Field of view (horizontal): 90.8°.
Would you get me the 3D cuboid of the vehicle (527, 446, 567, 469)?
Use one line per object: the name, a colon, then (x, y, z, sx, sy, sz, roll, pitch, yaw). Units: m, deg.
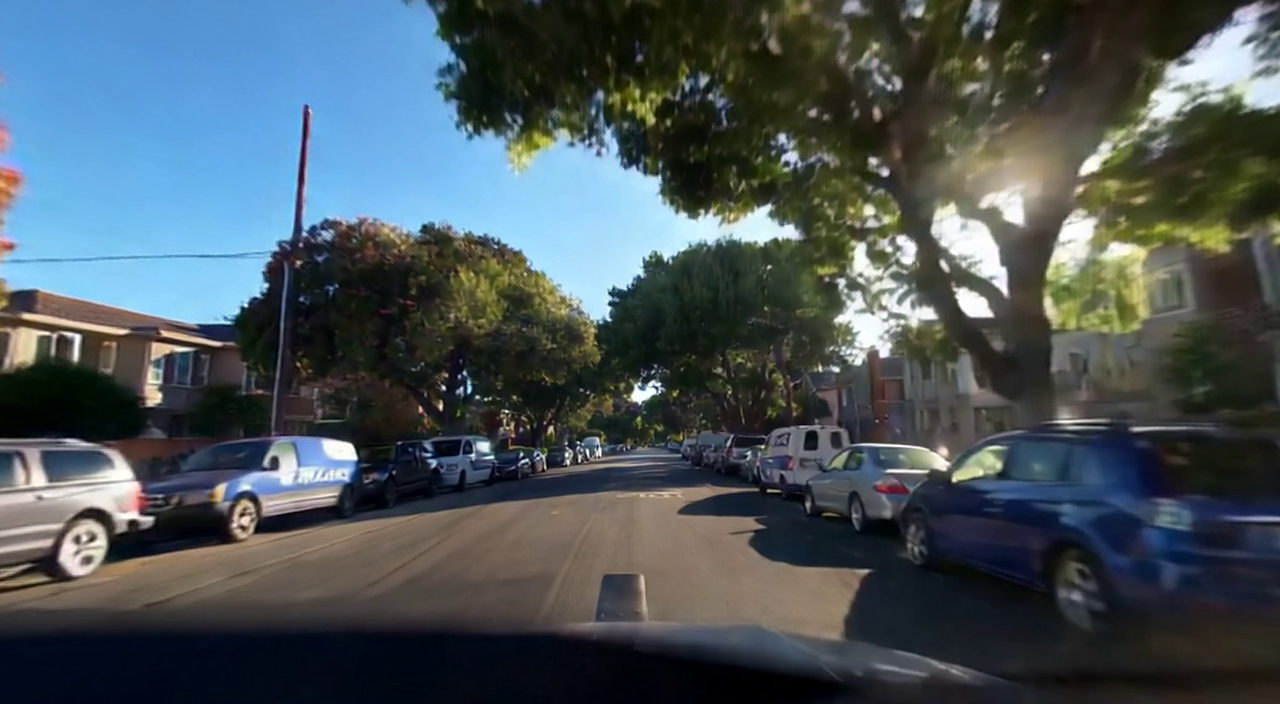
vehicle: (-6.338, 7.195, 43.439, 1.869, 1.467, 4.921, -1, -9, 1)

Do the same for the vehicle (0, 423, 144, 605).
vehicle: (-7.100, 1.504, 5.431, 1.898, 1.715, 4.537, -3, -8, 2)

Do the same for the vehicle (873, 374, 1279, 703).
vehicle: (4.003, 1.333, 5.595, 1.903, 1.714, 5.092, 0, -9, 0)

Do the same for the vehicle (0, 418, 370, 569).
vehicle: (-7.118, 2.286, 11.007, 1.965, 1.797, 6.086, -3, -10, 2)
